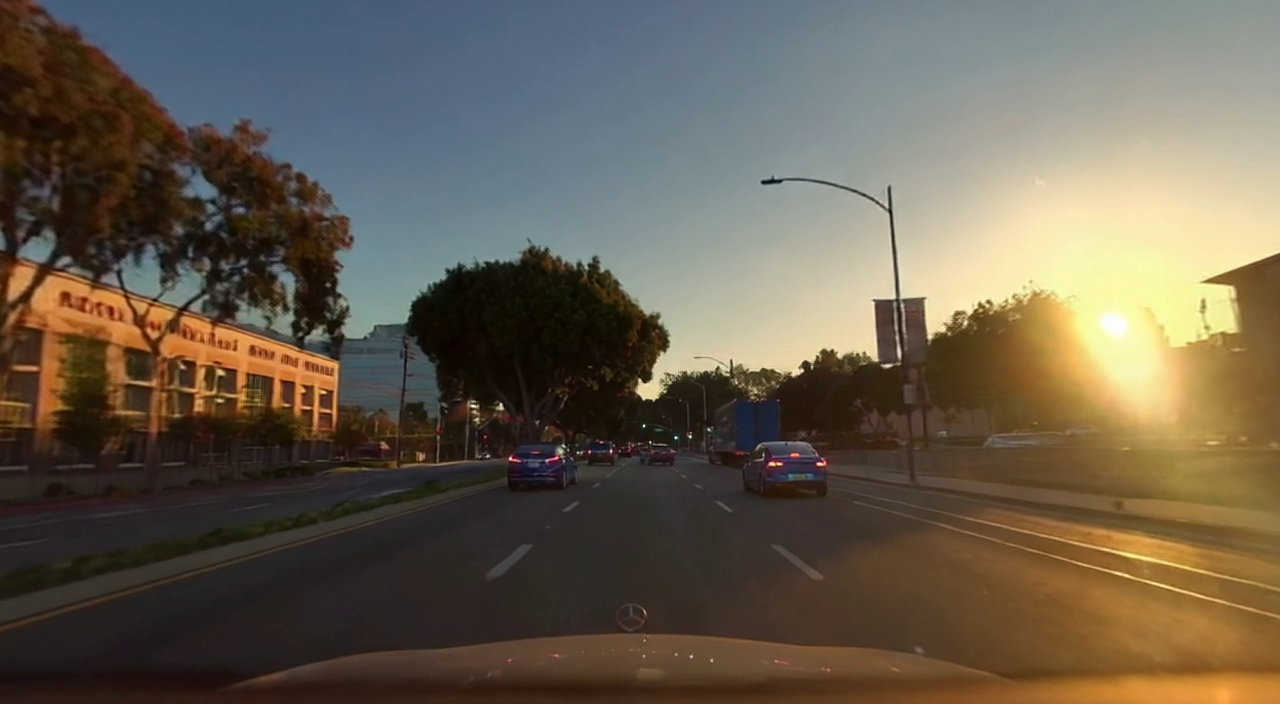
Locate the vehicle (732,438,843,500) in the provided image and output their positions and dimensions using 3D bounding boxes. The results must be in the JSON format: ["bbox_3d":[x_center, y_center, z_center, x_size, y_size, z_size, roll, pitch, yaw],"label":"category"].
[{"bbox_3d":[3.796,3.086,17.058,1.972,1.452,4.189,0,-8,0],"label":"vehicle"}]

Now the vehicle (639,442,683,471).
[{"bbox_3d":[1.089,5.772,34.991,2.020,1.461,4.326,0,-8,-4],"label":"vehicle"}]

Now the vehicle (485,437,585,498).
[{"bbox_3d":[-2.819,3.213,17.973,2.003,1.509,4.396,0,-8,2],"label":"vehicle"}]

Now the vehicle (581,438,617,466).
[{"bbox_3d":[-2.819,6.998,44.291,2.137,1.796,4.304,0,-8,1],"label":"vehicle"}]

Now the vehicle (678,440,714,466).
[{"bbox_3d":[3.796,6.894,43.247,2.050,1.683,3.990,0,-8,0],"label":"vehicle"}]
